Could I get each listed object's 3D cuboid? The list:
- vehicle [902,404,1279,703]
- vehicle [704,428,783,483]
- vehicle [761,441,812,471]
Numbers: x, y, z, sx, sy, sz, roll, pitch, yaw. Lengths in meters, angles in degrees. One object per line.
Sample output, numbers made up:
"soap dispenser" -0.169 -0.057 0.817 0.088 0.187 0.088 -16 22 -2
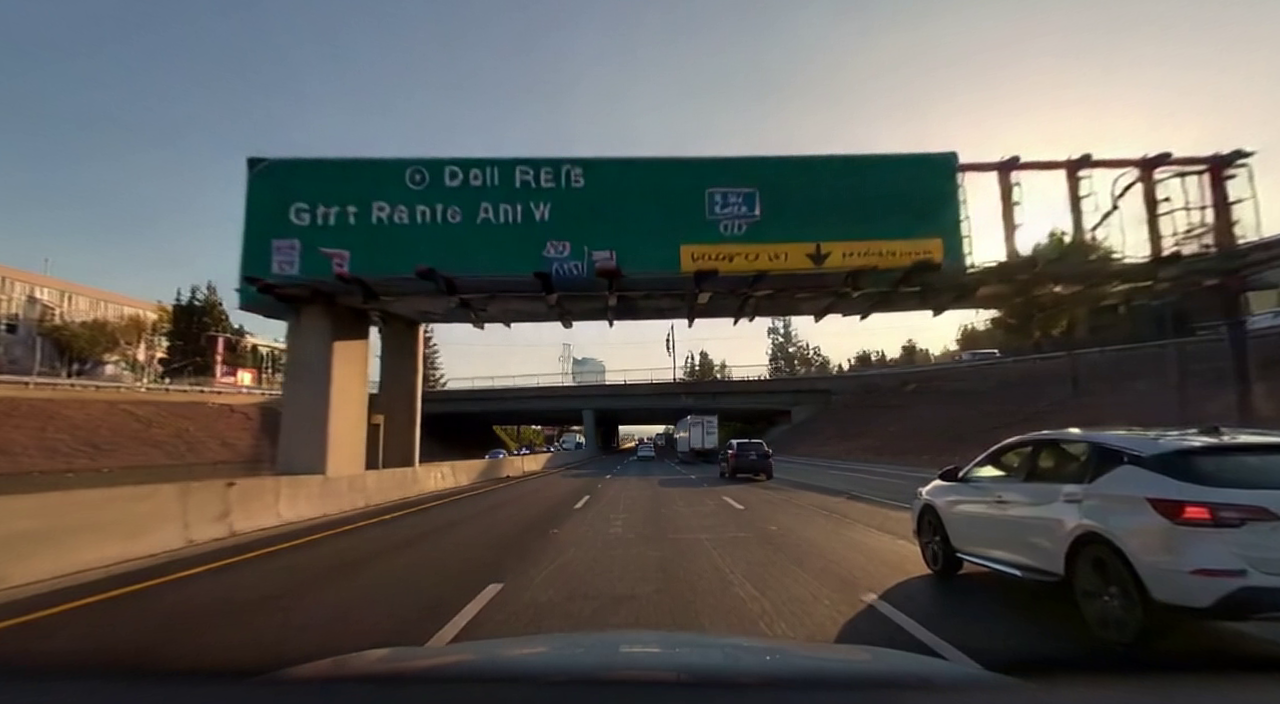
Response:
"vehicle" 3.582 1.174 4.050 1.902 1.481 4.451 0 -8 0
"vehicle" 3.795 3.904 24.036 2.086 1.858 4.737 0 -8 -1
"vehicle" 7.642 5.429 33.217 1.828 1.472 3.805 0 -8 1
